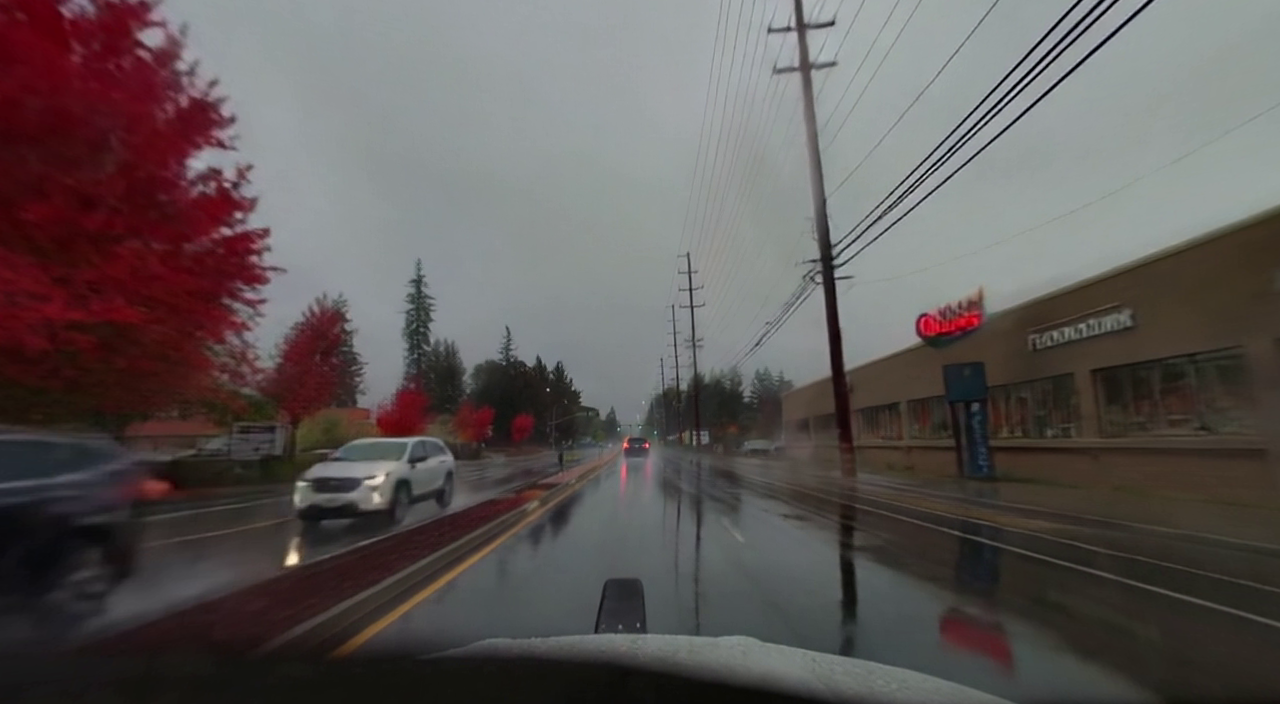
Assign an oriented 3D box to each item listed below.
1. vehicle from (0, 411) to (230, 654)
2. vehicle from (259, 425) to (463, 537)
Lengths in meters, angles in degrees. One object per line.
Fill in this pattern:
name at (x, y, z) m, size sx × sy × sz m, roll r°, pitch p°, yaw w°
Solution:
vehicle at (-5.022, 1.166, 3.916) m, size 1.909 × 1.524 × 4.614 m, roll -2°, pitch -8°, yaw 0°
vehicle at (-5.032, 2.340, 12.233) m, size 1.993 × 1.680 × 4.386 m, roll -2°, pitch -8°, yaw -1°
